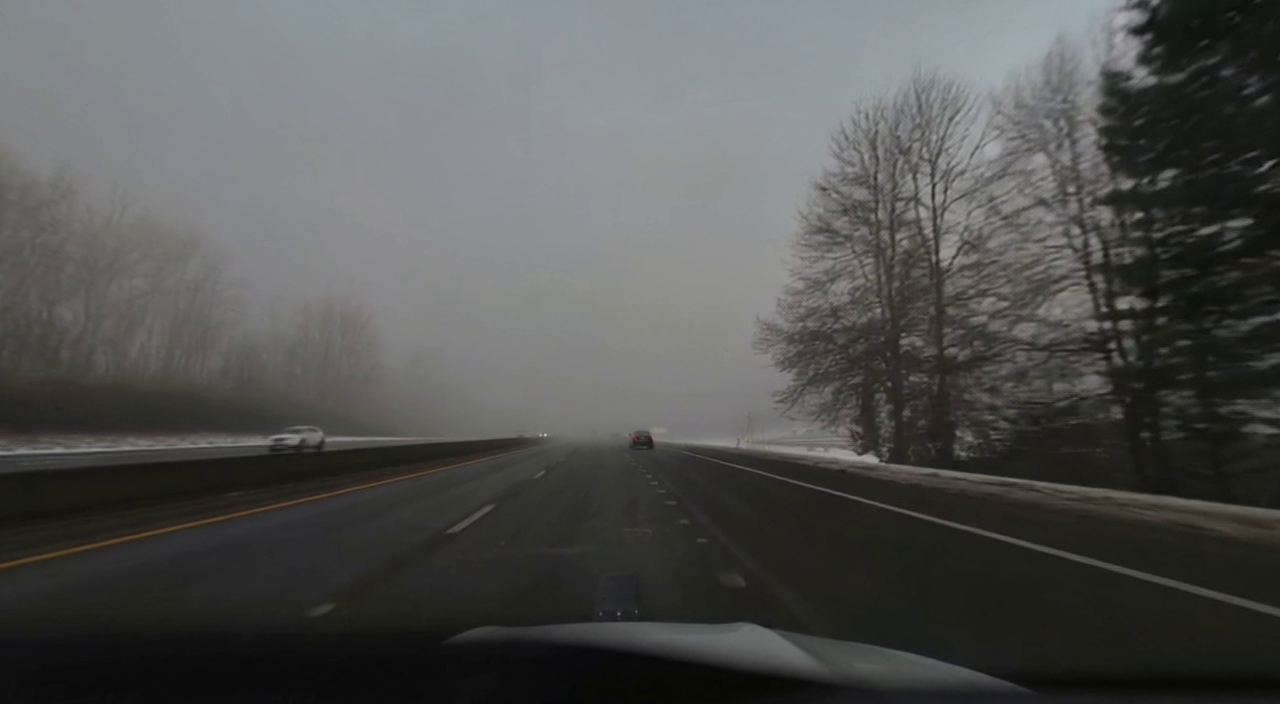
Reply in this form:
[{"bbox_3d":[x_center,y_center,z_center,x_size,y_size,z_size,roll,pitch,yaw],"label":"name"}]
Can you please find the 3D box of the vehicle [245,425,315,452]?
[{"bbox_3d":[-21.533,5.213,37.776,1.808,1.504,4.219,0,-8,-3],"label":"vehicle"}]
